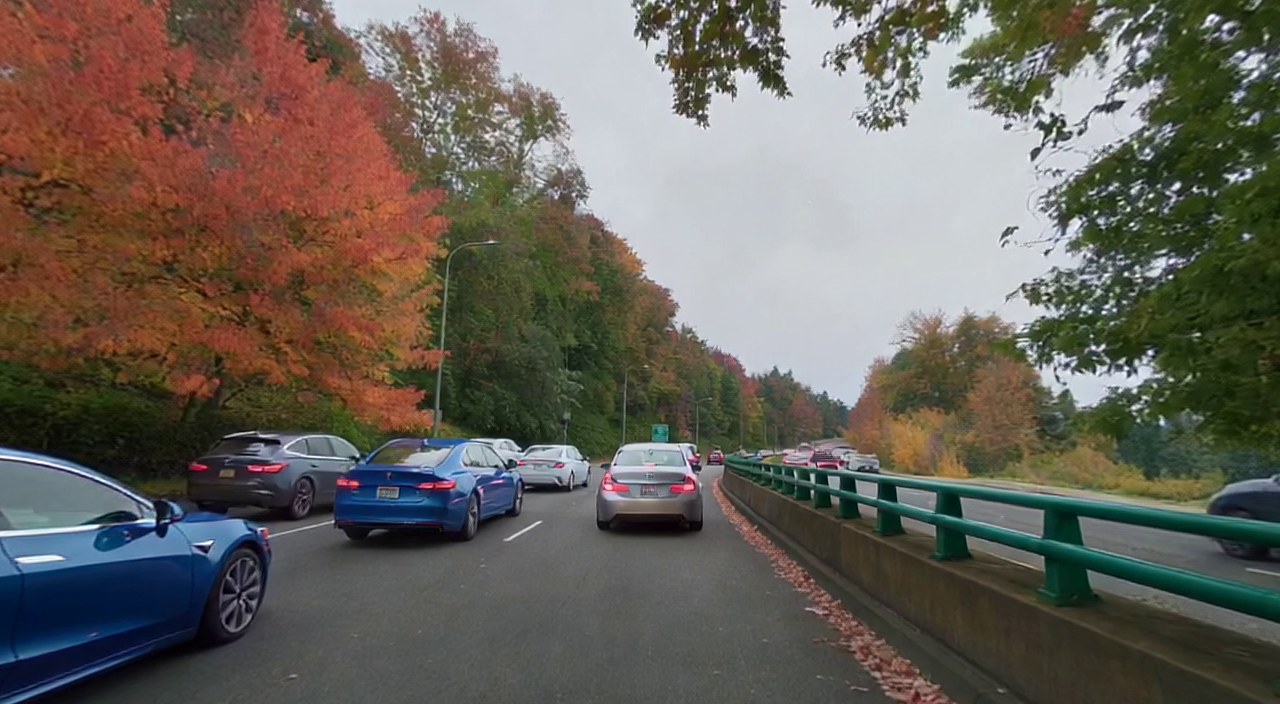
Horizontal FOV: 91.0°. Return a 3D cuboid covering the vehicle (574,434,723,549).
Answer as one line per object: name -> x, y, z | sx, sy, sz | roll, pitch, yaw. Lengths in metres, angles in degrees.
vehicle -> 0.201, 2.218, 10.721 | 2.015, 1.506, 4.276 | 0, -9, 2

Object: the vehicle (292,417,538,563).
vehicle -> -2.997, 1.950, 9.645 | 1.979, 1.663, 4.513 | 0, -9, 2

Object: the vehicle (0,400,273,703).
vehicle -> -3.496, 0.876, 2.068 | 1.921, 1.503, 4.317 | 0, -9, 1
